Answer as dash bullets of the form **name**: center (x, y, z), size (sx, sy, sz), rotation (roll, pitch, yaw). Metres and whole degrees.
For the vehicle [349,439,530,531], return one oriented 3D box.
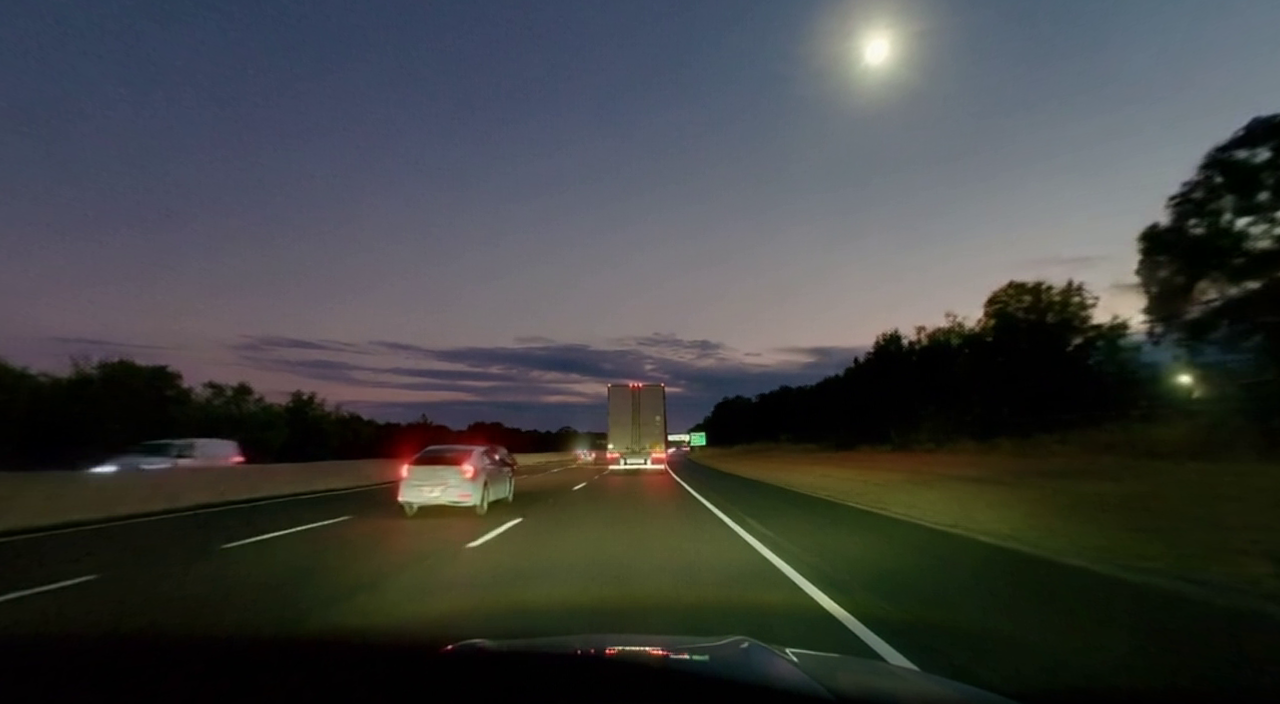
- **vehicle**: center (-3.638, 2.509, 12.480), size (2.092, 1.465, 4.448), rotation (0, -9, 0)

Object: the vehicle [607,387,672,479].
- **vehicle**: center (0.063, 4.721, 35.660), size (2.851, 4.098, 14.436), rotation (-1, -8, 1)
